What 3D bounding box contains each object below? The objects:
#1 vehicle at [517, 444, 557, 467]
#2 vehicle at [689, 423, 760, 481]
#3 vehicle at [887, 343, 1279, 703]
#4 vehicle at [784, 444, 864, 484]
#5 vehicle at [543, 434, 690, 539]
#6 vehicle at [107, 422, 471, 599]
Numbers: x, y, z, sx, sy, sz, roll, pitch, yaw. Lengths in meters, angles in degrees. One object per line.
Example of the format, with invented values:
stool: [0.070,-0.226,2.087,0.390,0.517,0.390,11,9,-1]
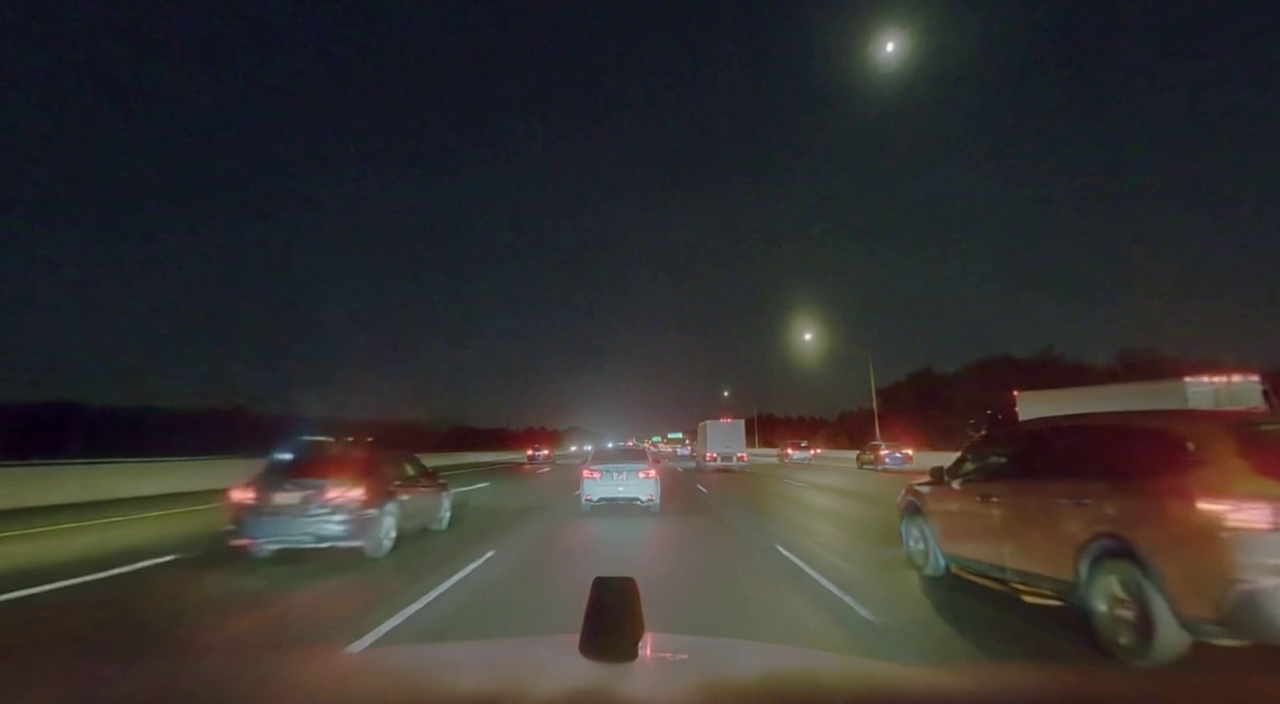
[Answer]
vehicle: [-7.353,7.439,45.331,2.010,1.557,4.449,0,-9,1]
vehicle: [3.637,4.479,28.236,2.440,2.313,5.266,0,-9,0]
vehicle: [3.589,1.099,4.384,2.053,1.666,4.106,0,-9,0]
vehicle: [7.419,4.543,25.868,1.942,1.482,4.250,0,-9,0]
vehicle: [-0.314,2.270,11.234,2.132,1.499,4.038,0,-9,1]
vehicle: [-3.718,1.740,7.821,1.926,1.542,4.329,0,-9,1]
